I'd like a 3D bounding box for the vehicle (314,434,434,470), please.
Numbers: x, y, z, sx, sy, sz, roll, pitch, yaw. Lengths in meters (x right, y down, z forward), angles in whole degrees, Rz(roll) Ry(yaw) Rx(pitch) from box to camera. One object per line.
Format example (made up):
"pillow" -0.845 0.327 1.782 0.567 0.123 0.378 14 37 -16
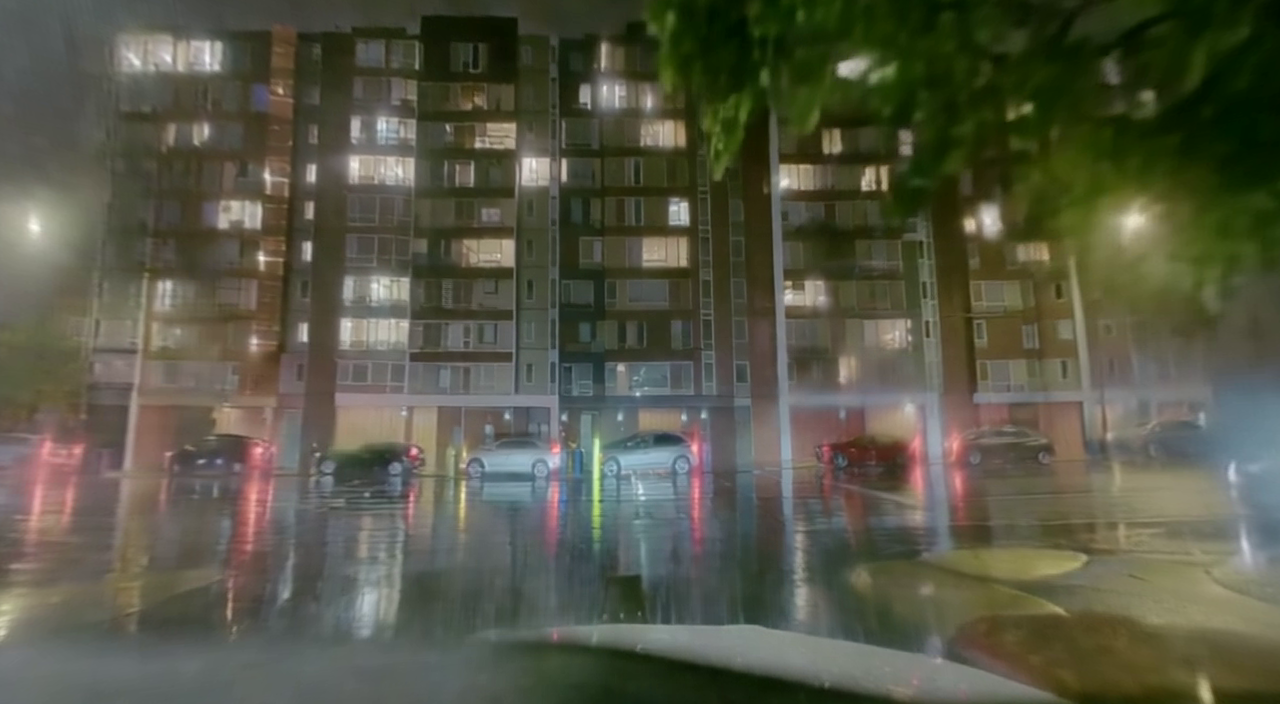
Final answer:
"vehicle" -11.305 4.257 27.117 4.336 1.438 1.776 0 -7 -3

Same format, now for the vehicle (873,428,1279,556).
"vehicle" 5.936 1.817 8.647 4.714 1.471 1.978 -1 -6 2

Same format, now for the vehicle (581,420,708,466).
"vehicle" 0.138 3.953 27.400 5.299 1.860 2.098 0 -9 -4

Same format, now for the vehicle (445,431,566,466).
"vehicle" -5.686 4.166 27.226 4.851 1.339 1.785 -1 -10 -2

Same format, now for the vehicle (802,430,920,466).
"vehicle" 9.568 4.156 27.557 4.521 1.411 1.726 0 -6 -3

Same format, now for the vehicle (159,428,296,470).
"vehicle" -17.443 4.094 26.883 4.426 1.641 1.889 0 -8 -4

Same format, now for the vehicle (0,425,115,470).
"vehicle" -25.805 3.978 26.455 5.593 1.781 2.163 0 -8 -3
